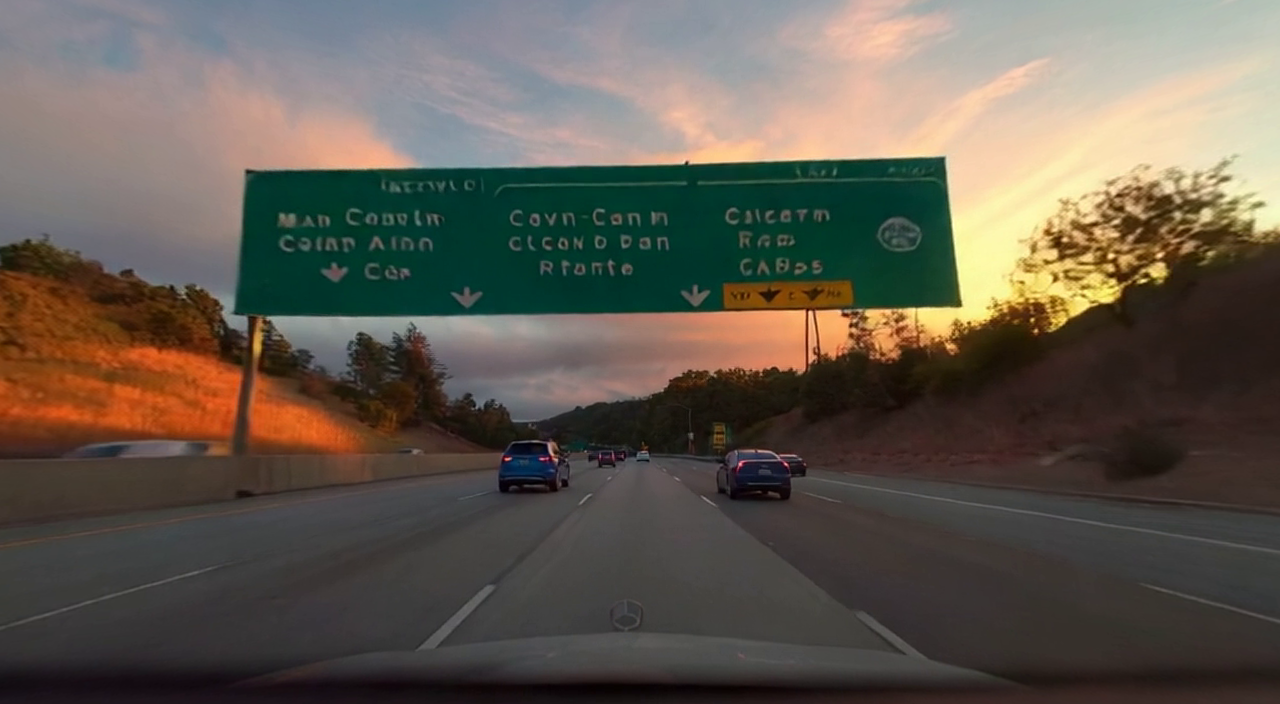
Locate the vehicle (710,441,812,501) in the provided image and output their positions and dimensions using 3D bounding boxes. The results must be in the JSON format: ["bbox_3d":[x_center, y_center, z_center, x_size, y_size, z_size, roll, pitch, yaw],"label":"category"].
[{"bbox_3d":[3.251,3.293,17.849,1.979,1.486,4.125,0,-9,-1],"label":"vehicle"}]

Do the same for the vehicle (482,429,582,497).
[{"bbox_3d":[-3.041,3.254,18.768,2.137,1.756,4.453,0,-9,1],"label":"vehicle"}]

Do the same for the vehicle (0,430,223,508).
[{"bbox_3d":[-12.085,2.638,14.566,1.941,1.526,4.125,0,-9,1],"label":"vehicle"}]
